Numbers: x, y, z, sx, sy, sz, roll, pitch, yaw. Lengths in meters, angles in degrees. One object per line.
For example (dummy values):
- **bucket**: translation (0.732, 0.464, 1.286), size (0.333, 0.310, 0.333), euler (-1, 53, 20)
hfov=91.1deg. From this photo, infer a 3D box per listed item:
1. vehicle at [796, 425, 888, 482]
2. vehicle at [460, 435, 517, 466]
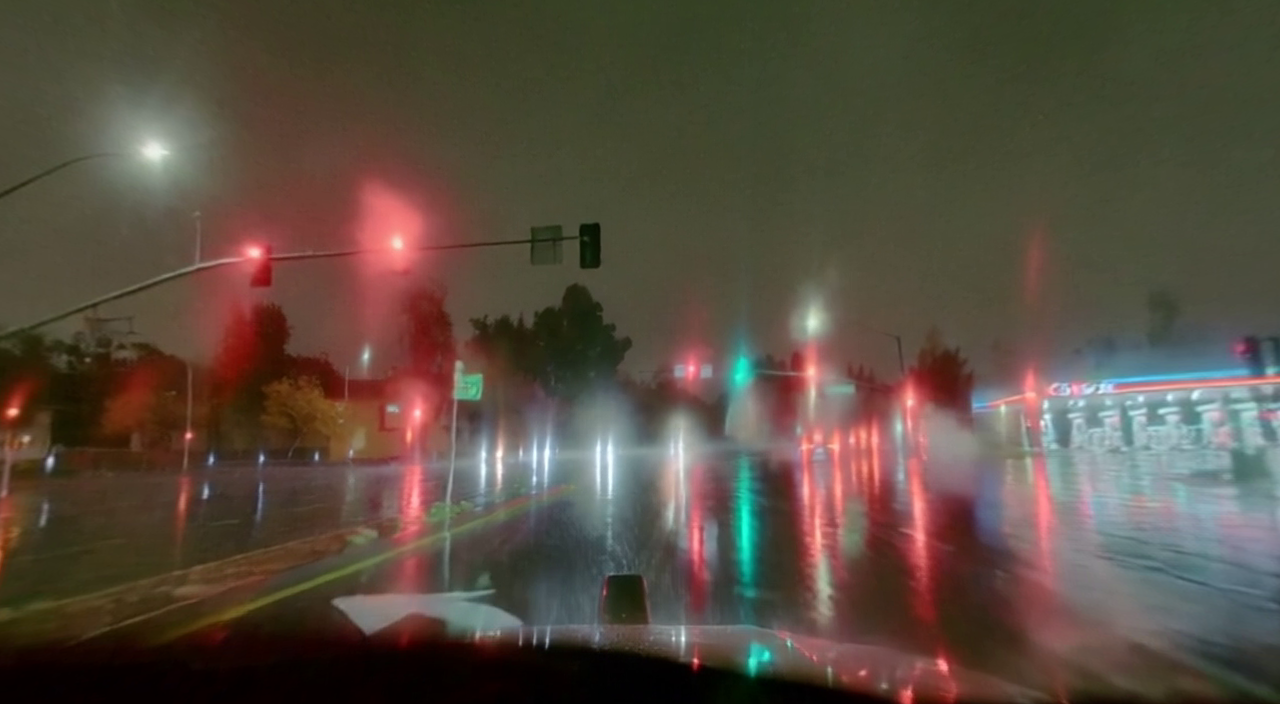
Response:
- **vehicle**: translation (6.743, 3.434, 21.432), size (2.090, 1.717, 4.063), euler (-1, -9, 5)
- **vehicle**: translation (-9.729, 6.362, 40.617), size (2.112, 1.853, 4.516), euler (-1, -9, 6)
